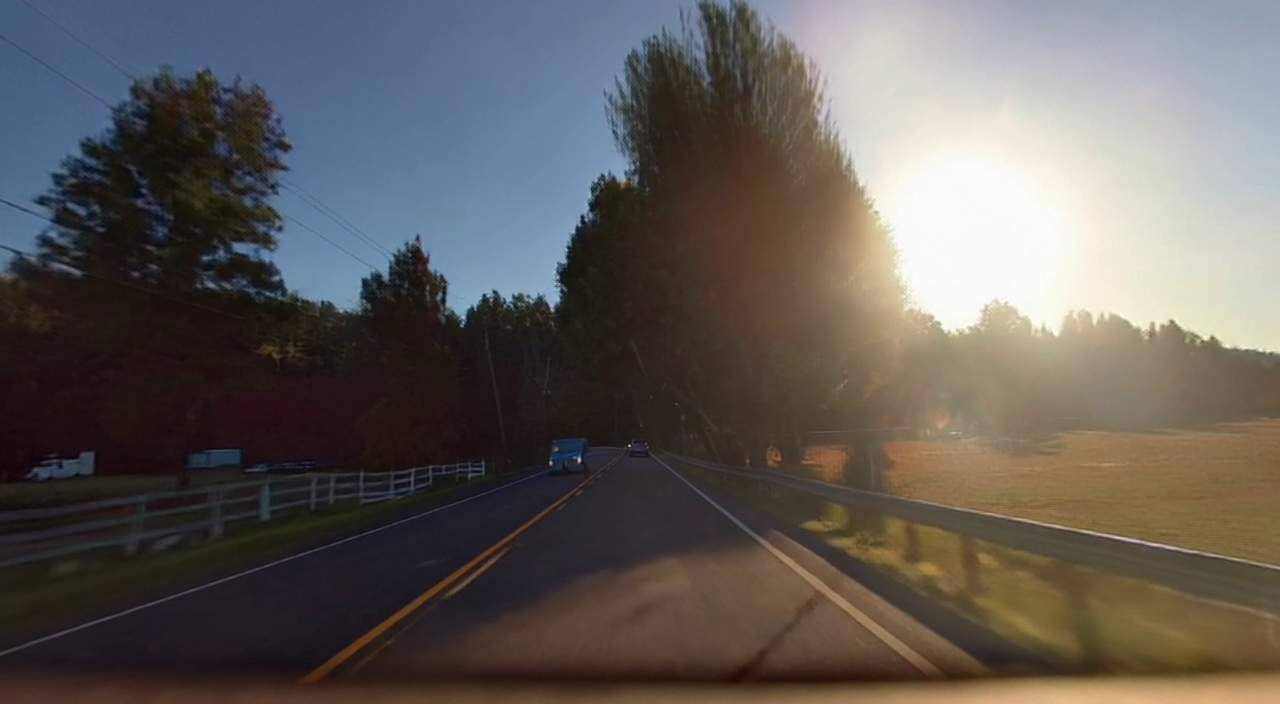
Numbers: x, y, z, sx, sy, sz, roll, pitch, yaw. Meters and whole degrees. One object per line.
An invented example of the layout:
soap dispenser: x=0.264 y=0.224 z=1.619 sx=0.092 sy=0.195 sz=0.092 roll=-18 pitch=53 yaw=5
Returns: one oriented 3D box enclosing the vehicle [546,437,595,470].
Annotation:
vehicle: x=-3.791 y=5.685 z=35.484 sx=2.217 sy=1.704 sz=4.418 roll=0 pitch=-9 yaw=1
